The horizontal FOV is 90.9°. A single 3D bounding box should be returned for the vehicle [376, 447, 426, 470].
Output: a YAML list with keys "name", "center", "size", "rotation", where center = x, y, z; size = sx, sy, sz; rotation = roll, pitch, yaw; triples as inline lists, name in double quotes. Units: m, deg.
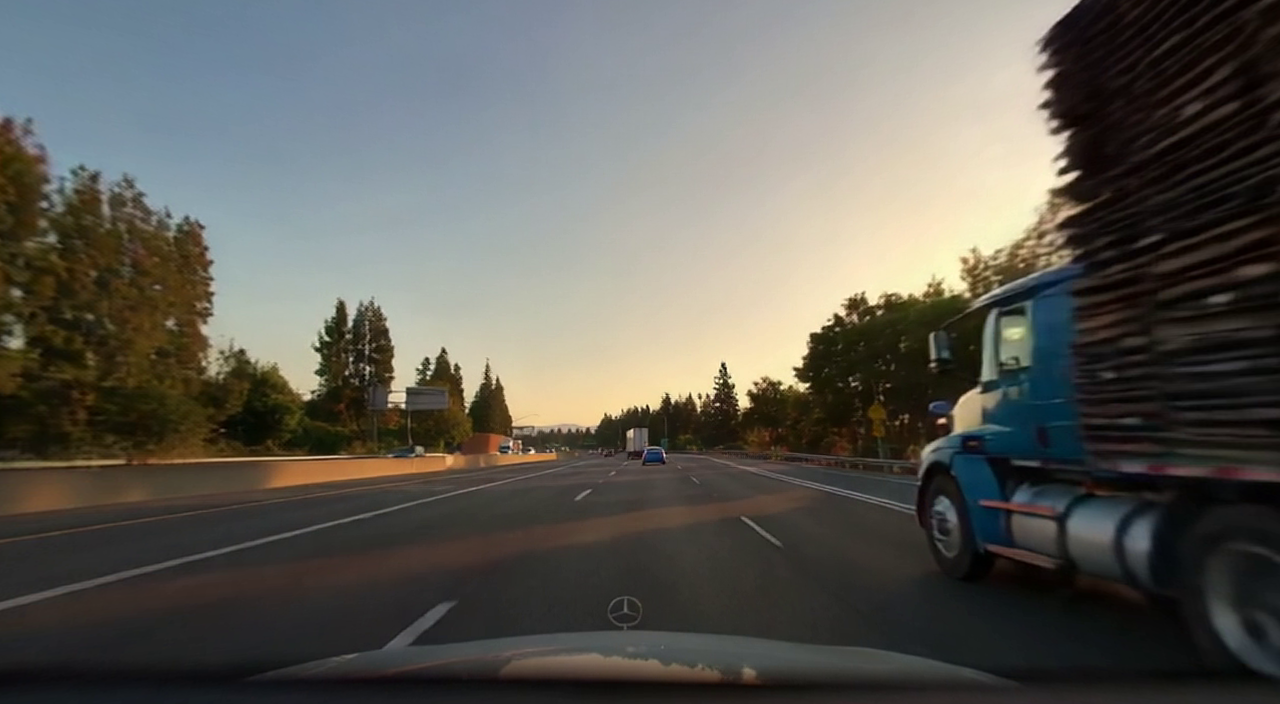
- name: "vehicle"
  center: [-17.570, 7.824, 46.595]
  size: [1.885, 1.542, 4.520]
  rotation: [0, -9, 1]

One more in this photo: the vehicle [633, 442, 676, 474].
- name: "vehicle"
  center: [0.677, 5.431, 32.459]
  size: [2.042, 1.528, 4.300]
  rotation: [0, -9, 0]

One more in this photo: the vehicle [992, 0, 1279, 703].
- name: "vehicle"
  center: [4.069, -0.614, 0.124]
  size: [3.071, 3.888, 8.330]
  rotation: [0, -9, 0]
